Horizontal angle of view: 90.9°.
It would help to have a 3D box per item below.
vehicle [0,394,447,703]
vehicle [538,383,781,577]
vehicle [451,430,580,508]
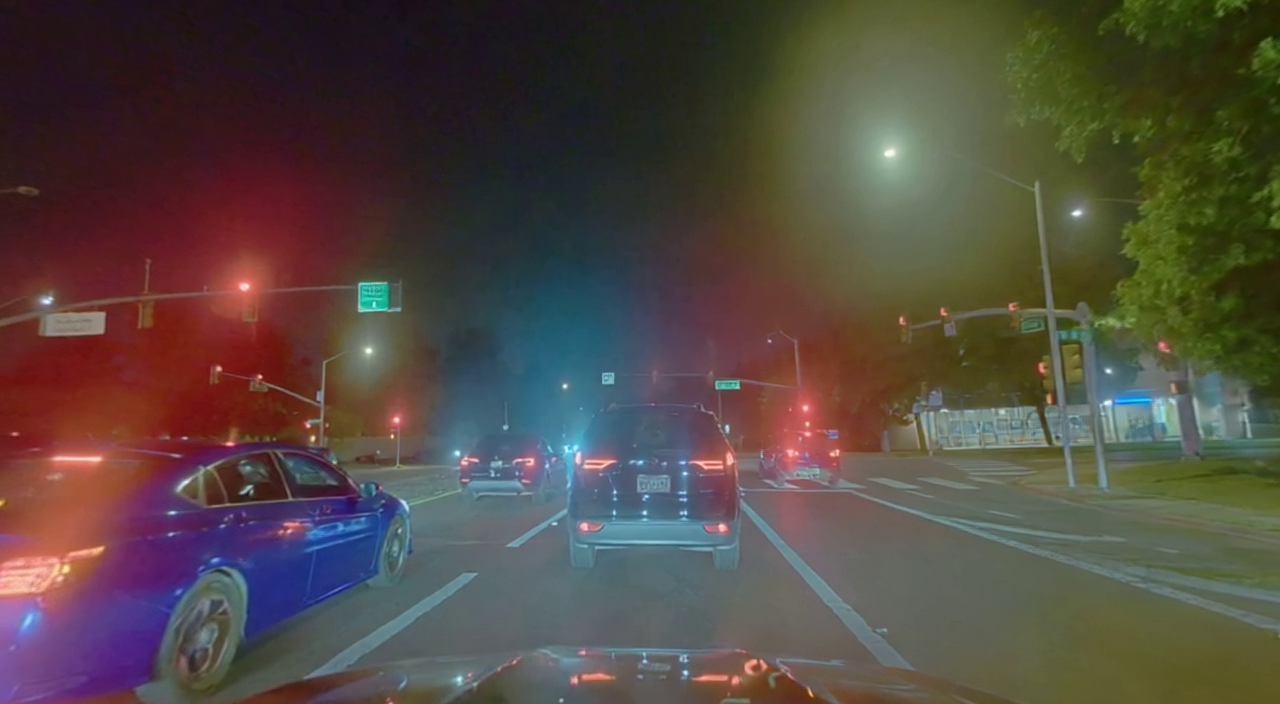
[{"bbox_3d":[-3.230,1.244,4.724,1.958,1.494,4.624,0,-8,2],"label":"vehicle"},{"bbox_3d":[0.213,1.530,8.250,2.300,1.832,4.331,0,-8,1],"label":"vehicle"},{"bbox_3d":[-2.620,2.581,14.360,1.851,1.502,4.042,0,-8,4],"label":"vehicle"}]
